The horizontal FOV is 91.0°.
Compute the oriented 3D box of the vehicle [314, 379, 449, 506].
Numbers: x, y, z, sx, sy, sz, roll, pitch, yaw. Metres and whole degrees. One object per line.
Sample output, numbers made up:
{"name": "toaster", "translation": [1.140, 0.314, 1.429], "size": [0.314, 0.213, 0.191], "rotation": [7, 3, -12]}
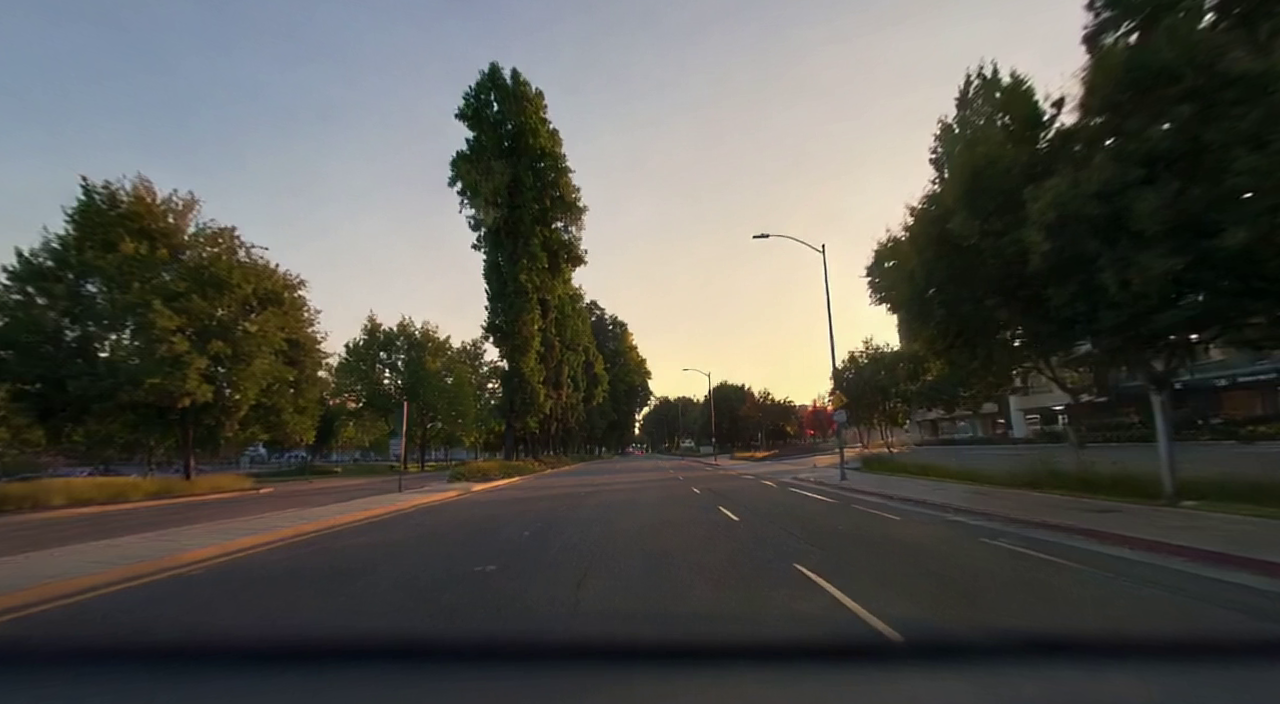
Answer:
{"name": "vehicle", "translation": [-7.605, 2.721, 18.859], "size": [2.837, 3.274, 3.013], "rotation": [-4, -9, -3]}
